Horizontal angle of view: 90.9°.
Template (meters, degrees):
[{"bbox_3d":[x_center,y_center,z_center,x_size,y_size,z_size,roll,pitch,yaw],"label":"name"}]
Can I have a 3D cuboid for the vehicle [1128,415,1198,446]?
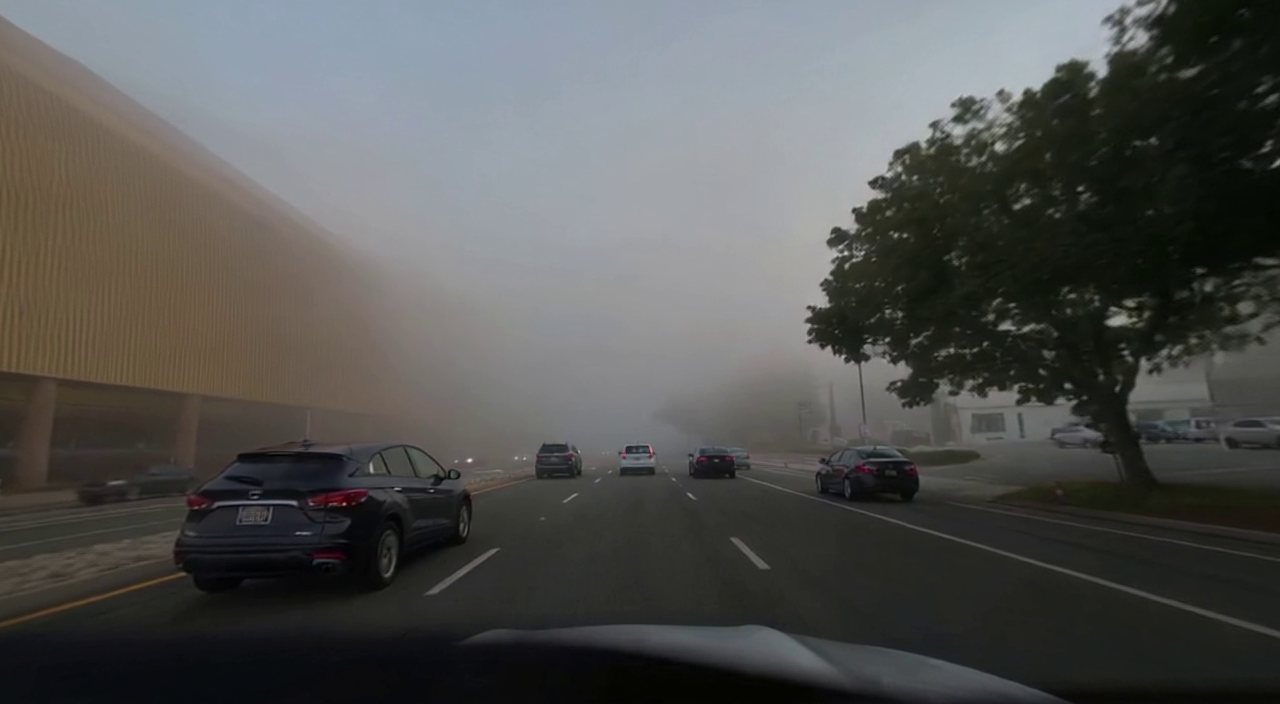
[{"bbox_3d":[31.049,4.746,37.587,1.993,1.708,4.464,-4,-10,24],"label":"vehicle"}]

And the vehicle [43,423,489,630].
[{"bbox_3d":[-3.247,1.617,6.837,2.095,1.486,4.411,0,-9,1],"label":"vehicle"}]

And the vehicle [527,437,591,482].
[{"bbox_3d":[-3.459,4.704,27.761,2.117,1.799,4.442,0,-9,1],"label":"vehicle"}]

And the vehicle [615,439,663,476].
[{"bbox_3d":[-0.056,5.478,32.836,2.304,1.795,4.526,0,-9,0],"label":"vehicle"}]

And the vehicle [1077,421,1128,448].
[{"bbox_3d":[28.454,5.096,38.889,1.830,1.465,4.252,-9,-11,29],"label":"vehicle"}]

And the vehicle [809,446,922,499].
[{"bbox_3d":[6.948,3.752,20.030,1.865,1.458,4.605,0,-9,0],"label":"vehicle"}]

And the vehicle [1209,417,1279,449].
[{"bbox_3d":[30.813,4.094,31.536,1.993,1.471,4.691,-4,-10,24],"label":"vehicle"}]

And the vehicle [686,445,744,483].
[{"bbox_3d":[3.076,4.713,26.710,1.884,1.458,4.245,0,-9,0],"label":"vehicle"}]

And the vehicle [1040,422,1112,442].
[{"bbox_3d":[33.589,6.222,48.653,1.762,1.432,4.136,5,-10,-30],"label":"vehicle"}]
